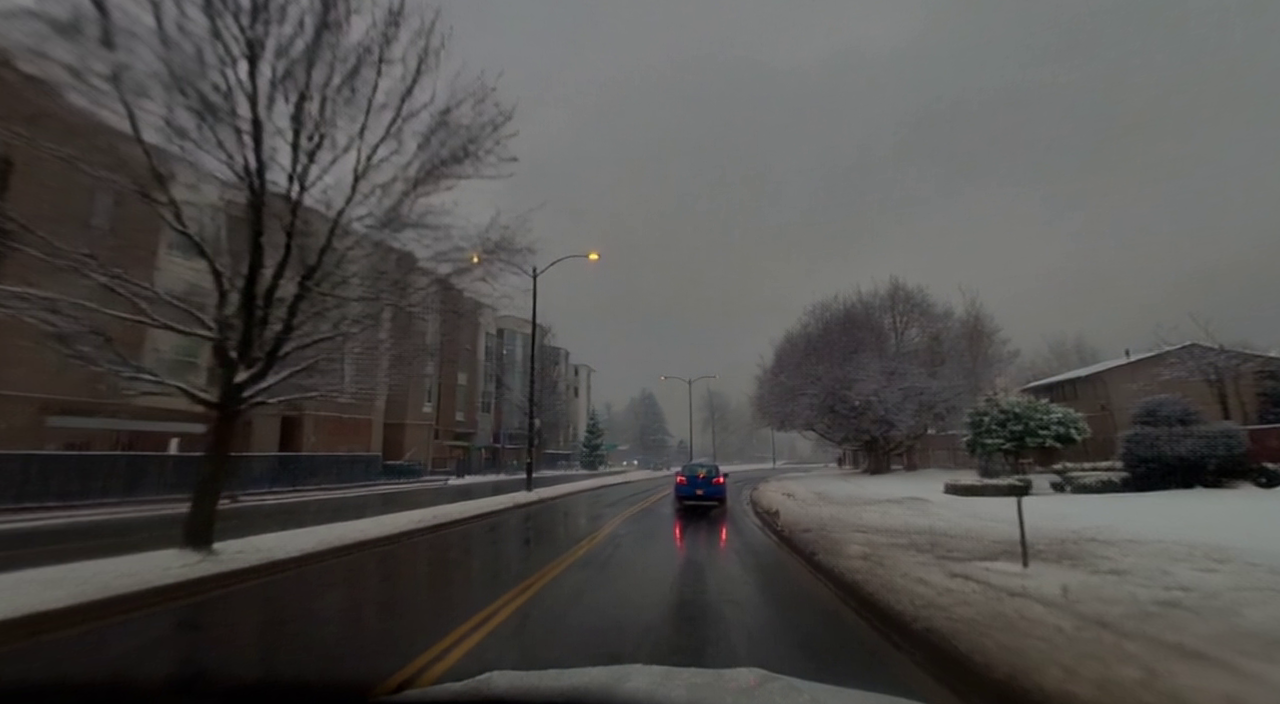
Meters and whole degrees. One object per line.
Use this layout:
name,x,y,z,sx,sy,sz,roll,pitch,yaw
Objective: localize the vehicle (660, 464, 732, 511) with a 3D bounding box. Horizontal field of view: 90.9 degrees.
vehicle,1.941,4.257,20.182,1.972,1.250,5.282,-1,-11,8
